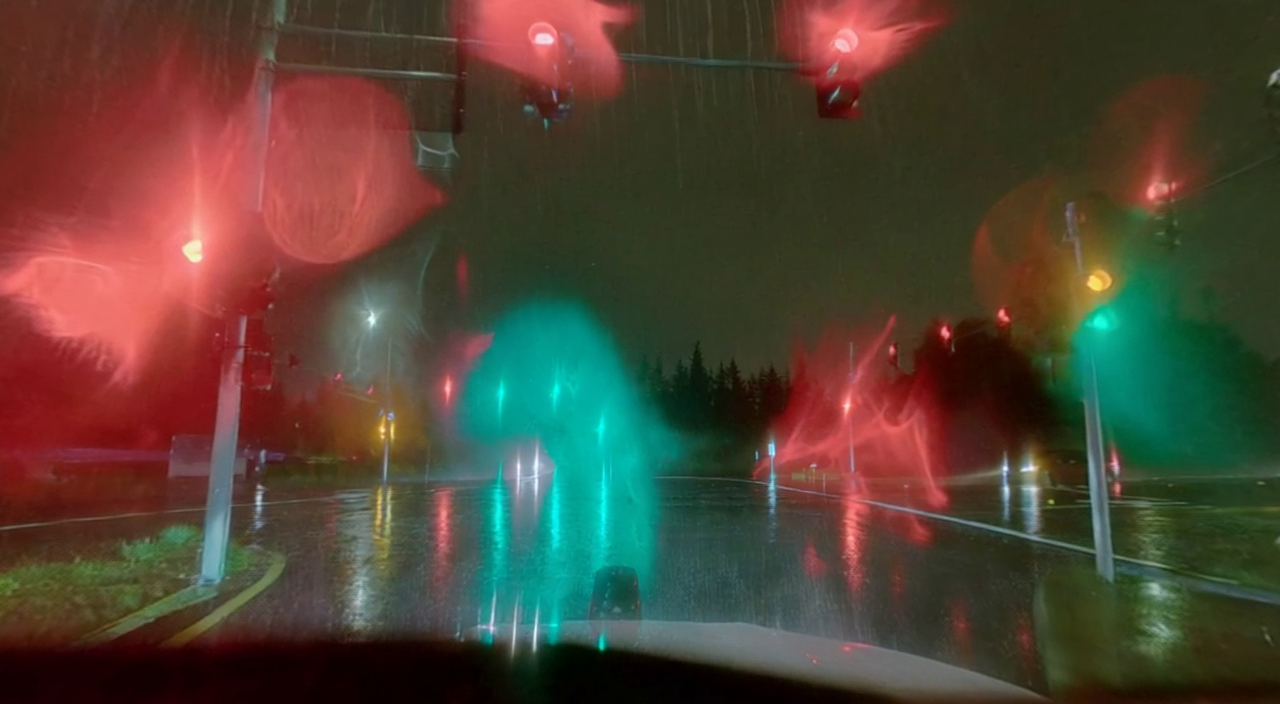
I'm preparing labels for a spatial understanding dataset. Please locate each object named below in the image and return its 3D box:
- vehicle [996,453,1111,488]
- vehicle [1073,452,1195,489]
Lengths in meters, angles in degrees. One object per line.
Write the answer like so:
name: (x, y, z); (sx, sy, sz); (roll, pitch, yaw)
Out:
vehicle: (21.249, 6.137, 32.477); (4.455, 1.647, 2.124); (1, -12, -6)
vehicle: (22.733, 5.478, 29.078); (3.998, 1.590, 1.936); (1, -12, -6)
